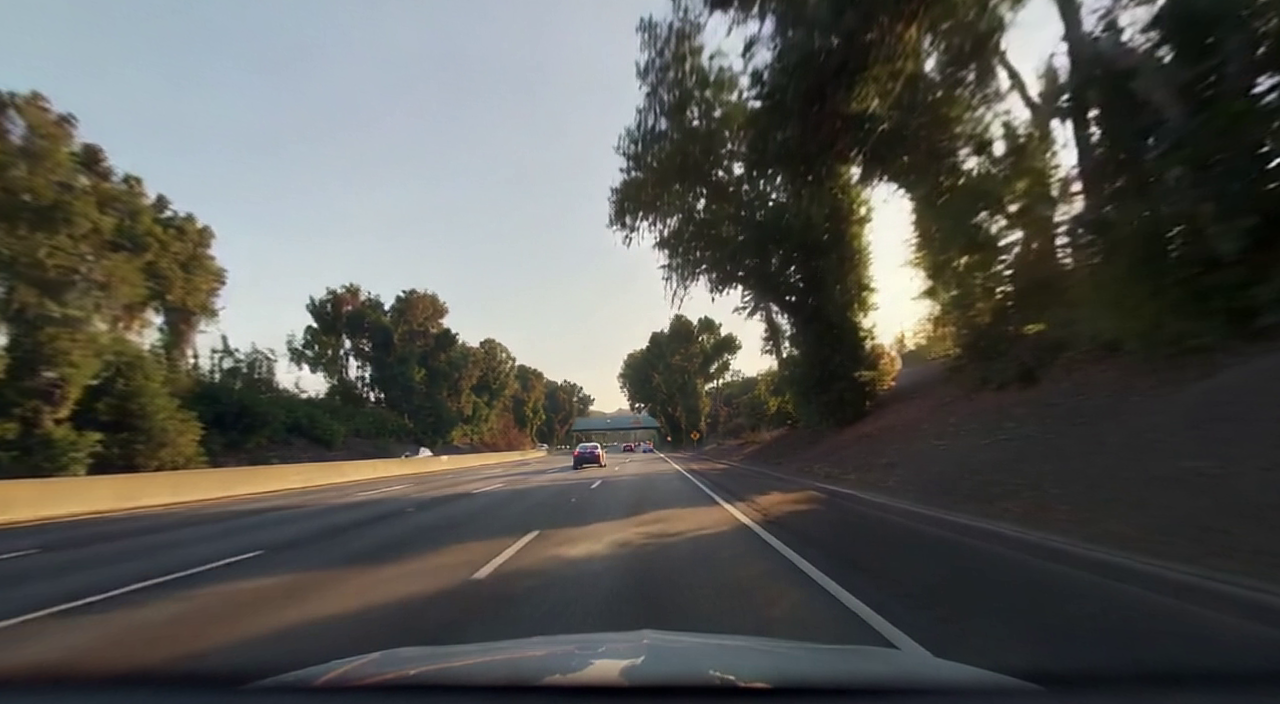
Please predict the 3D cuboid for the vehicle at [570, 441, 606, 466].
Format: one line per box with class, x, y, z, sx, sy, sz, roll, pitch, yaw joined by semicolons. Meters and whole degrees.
vehicle;-3.467;6.833;42.654;1.993;1.589;3.898;0;-8;1
